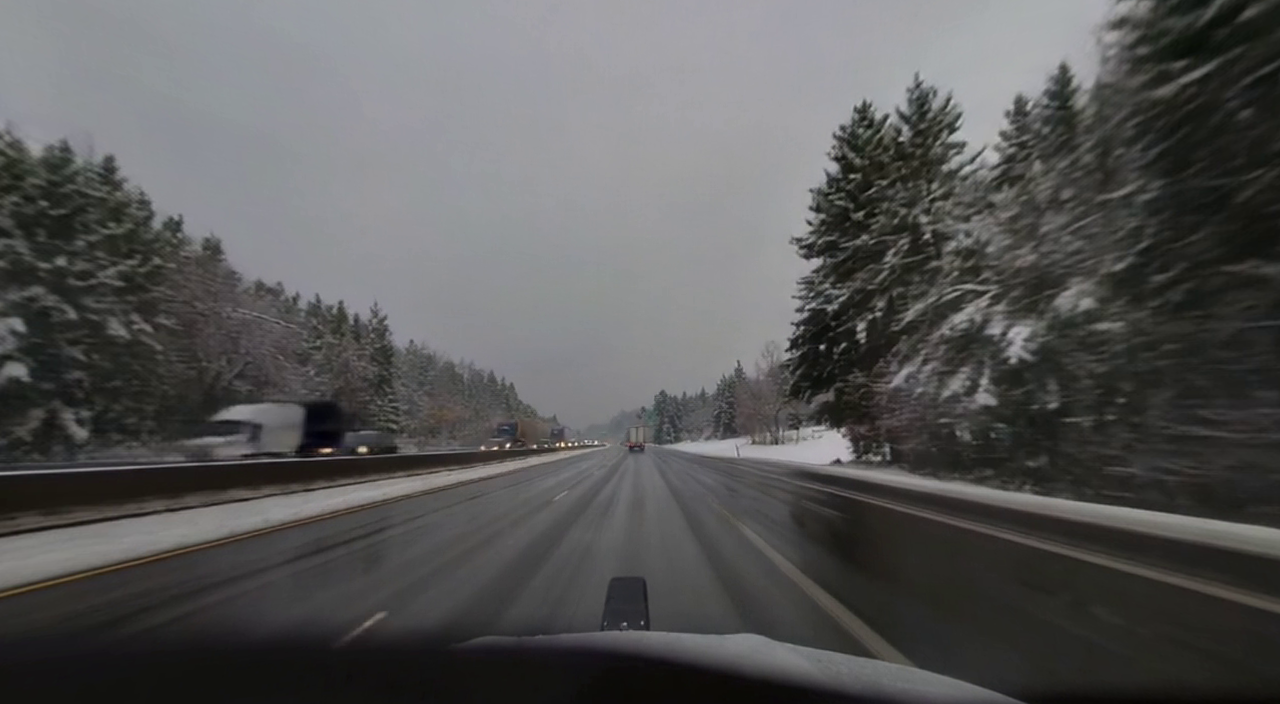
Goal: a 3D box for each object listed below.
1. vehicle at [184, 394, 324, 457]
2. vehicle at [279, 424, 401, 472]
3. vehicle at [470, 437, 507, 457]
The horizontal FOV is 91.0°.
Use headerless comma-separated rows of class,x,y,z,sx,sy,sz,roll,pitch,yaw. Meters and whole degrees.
vehicle,-15.351,3.040,25.500,2.181,2.282,5.340,0,-8,1
vehicle,-11.255,3.650,24.104,2.186,1.626,4.920,0,-8,1
vehicle,-11.958,7.515,49.989,1.925,1.490,4.372,0,-8,-1
